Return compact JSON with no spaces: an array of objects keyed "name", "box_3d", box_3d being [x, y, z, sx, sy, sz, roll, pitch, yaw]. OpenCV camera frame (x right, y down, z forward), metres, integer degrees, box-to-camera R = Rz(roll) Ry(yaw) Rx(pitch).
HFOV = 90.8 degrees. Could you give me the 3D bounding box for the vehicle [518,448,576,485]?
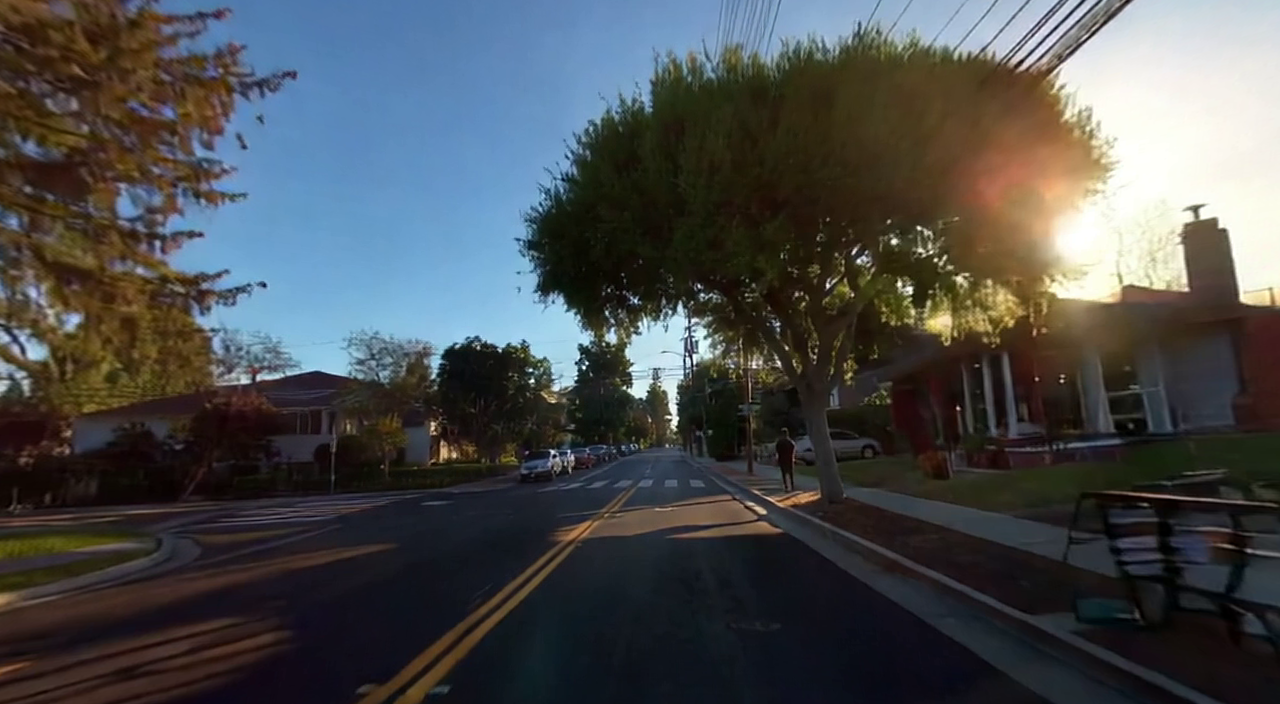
[{"name":"vehicle","box_3d":[-4.812,5.970,33.380,2.203,1.787,4.704,-1,-8,2]}]
